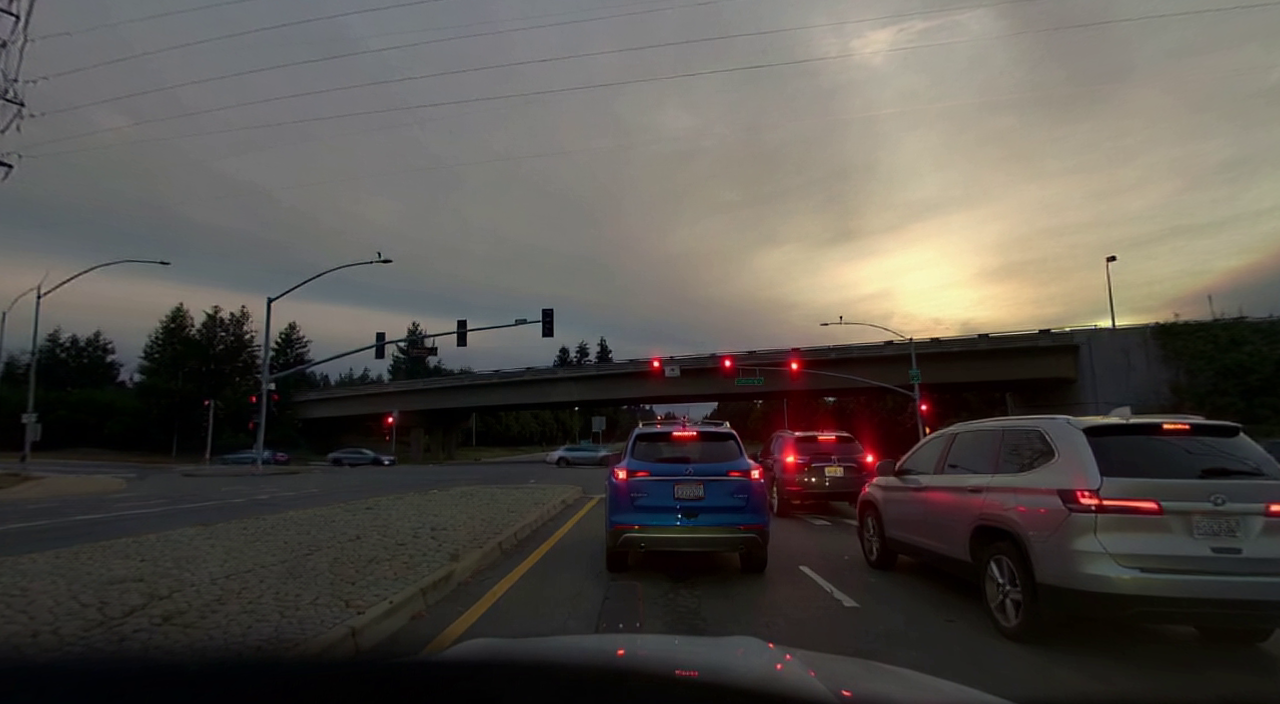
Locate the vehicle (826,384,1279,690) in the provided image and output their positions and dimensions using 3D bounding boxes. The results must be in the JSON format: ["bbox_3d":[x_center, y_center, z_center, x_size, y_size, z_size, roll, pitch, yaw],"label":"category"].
[{"bbox_3d":[3.406,1.343,5.806,1.990,1.649,4.625,0,-8,0],"label":"vehicle"}]

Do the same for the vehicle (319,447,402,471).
[{"bbox_3d":[-17.696,6.740,40.029,4.411,1.466,1.998,-2,-9,12],"label":"vehicle"}]

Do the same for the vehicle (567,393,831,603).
[{"bbox_3d":[0.443,1.560,7.622,2.240,1.778,4.335,0,-8,-2],"label":"vehicle"}]
